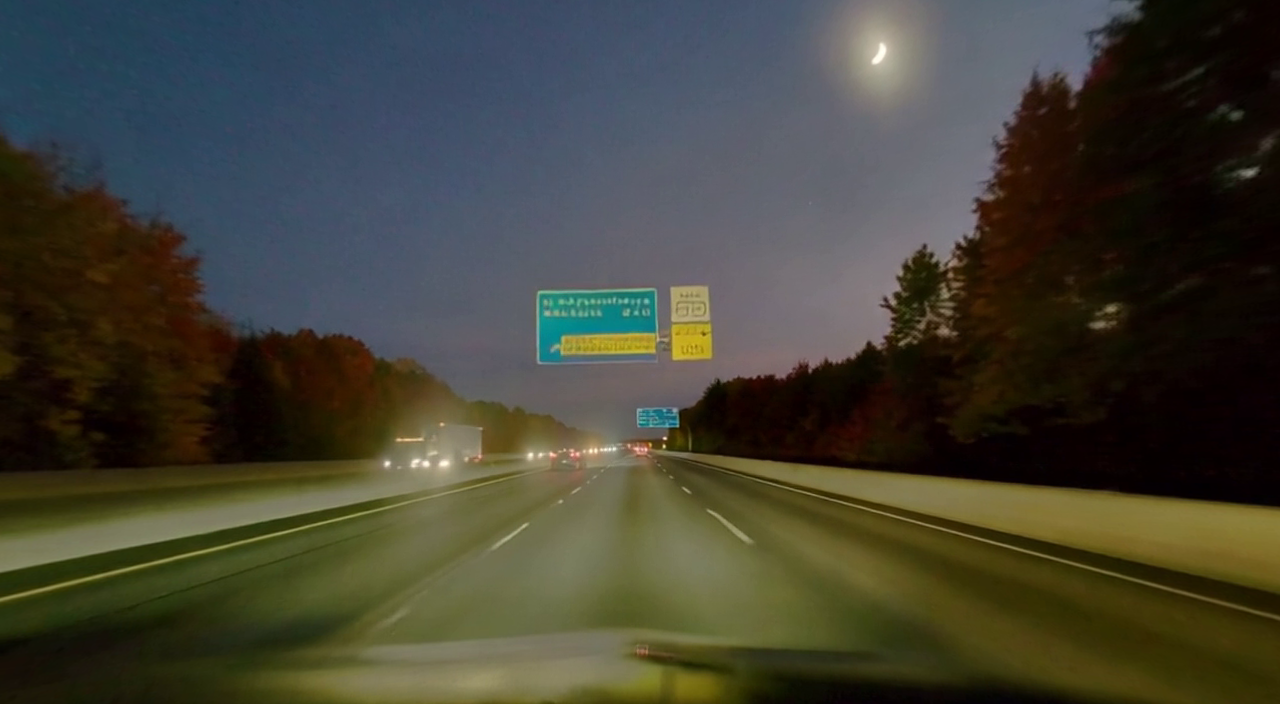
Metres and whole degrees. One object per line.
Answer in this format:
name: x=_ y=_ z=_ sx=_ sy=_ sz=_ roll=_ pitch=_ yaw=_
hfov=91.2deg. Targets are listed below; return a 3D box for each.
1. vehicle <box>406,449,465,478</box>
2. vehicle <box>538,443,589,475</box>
vehicle: x=-11.429 y=6.260 z=35.304 sx=1.919 sy=1.498 sz=4.296 roll=0 pitch=-9 yaw=0
vehicle: x=-4.013 y=5.717 z=33.764 sx=2.153 sy=1.577 sz=4.707 roll=0 pitch=-9 yaw=0
